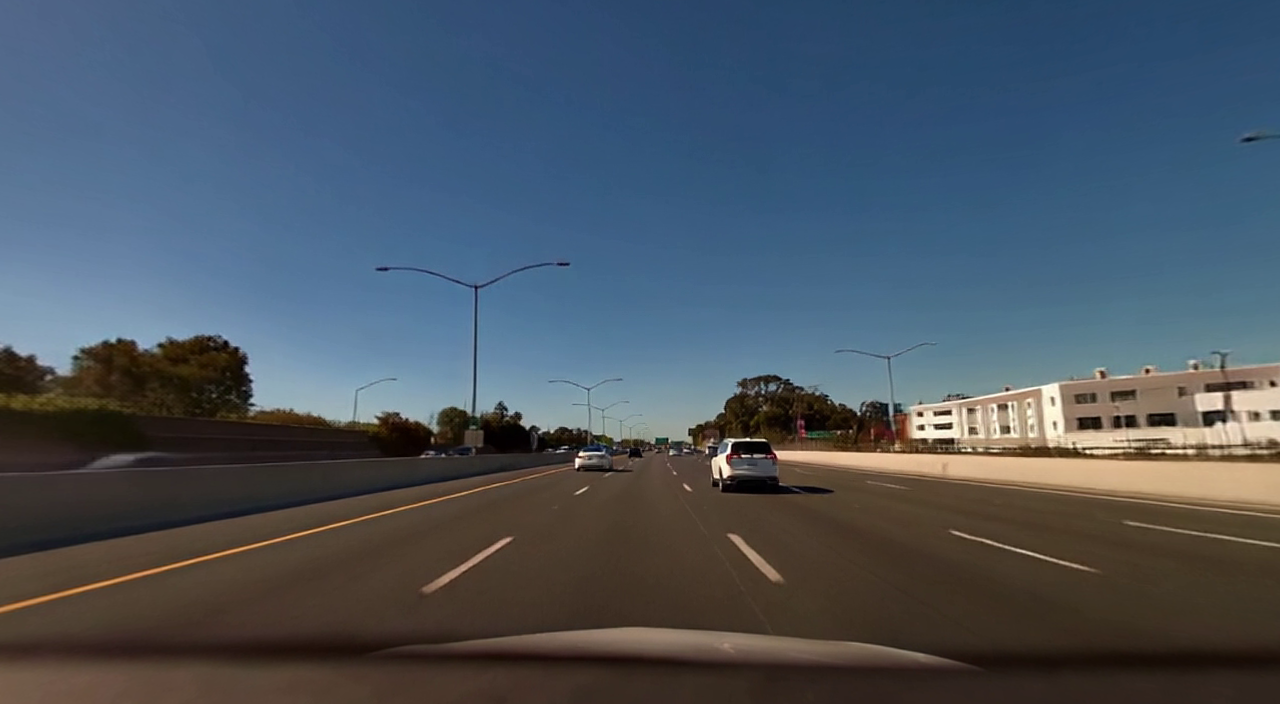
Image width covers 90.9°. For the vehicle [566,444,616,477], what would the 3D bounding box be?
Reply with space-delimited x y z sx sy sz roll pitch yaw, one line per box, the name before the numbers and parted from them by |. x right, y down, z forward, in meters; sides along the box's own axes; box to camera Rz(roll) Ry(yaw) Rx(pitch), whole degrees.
vehicle | -2.437 5.575 32.625 2.080 1.542 4.718 -1 -9 2

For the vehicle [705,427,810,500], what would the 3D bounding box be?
vehicle | 3.296 3.263 18.760 2.148 1.852 4.835 0 -9 0

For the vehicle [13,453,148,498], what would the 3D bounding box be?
vehicle | -18.665 4.095 21.209 1.462 1.353 3.281 0 -9 1
